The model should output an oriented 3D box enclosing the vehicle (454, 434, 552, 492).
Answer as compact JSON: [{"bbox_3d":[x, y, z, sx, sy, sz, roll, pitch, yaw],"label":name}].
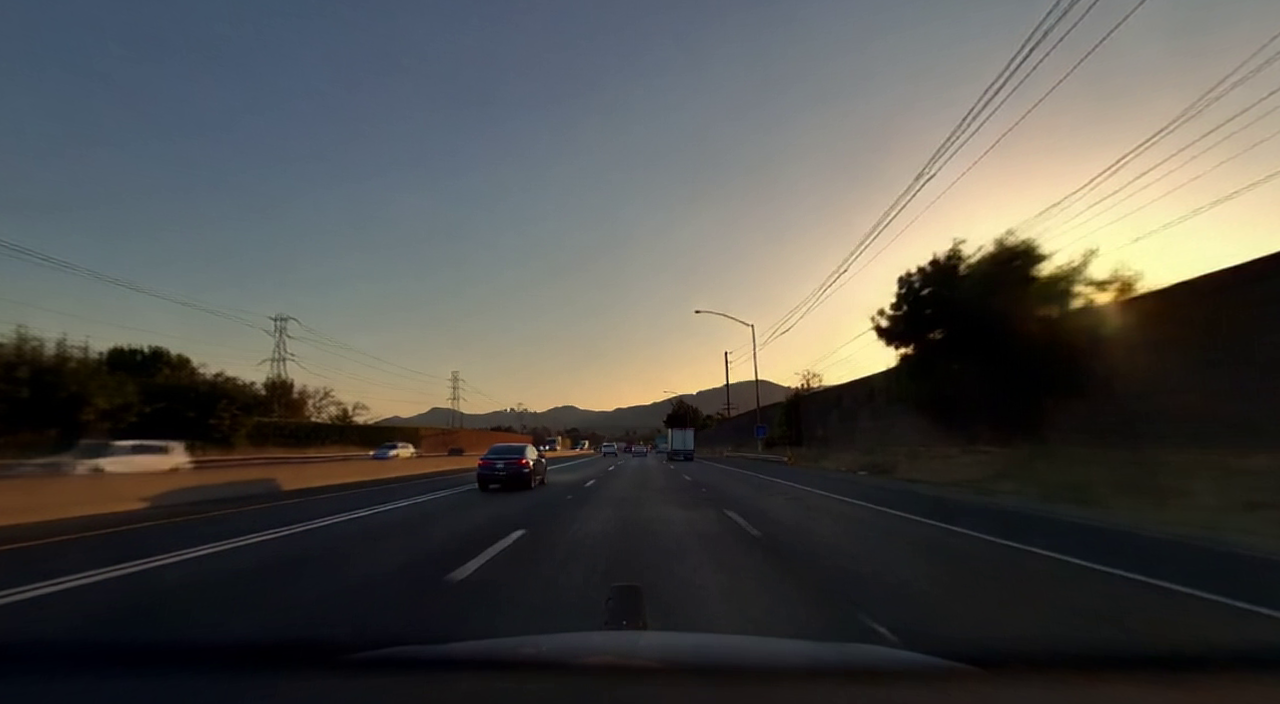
[{"bbox_3d":[-4.229,3.499,20.222,2.064,1.642,4.389,0,-8,1],"label":"vehicle"}]

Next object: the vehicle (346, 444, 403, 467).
[{"bbox_3d":[-18.870,7.353,45.029,1.926,1.571,4.680,0,-8,1],"label":"vehicle"}]

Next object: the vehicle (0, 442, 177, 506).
[{"bbox_3d":[-15.016,3.181,16.927,1.890,1.476,4.274,0,-8,0],"label":"vehicle"}]
